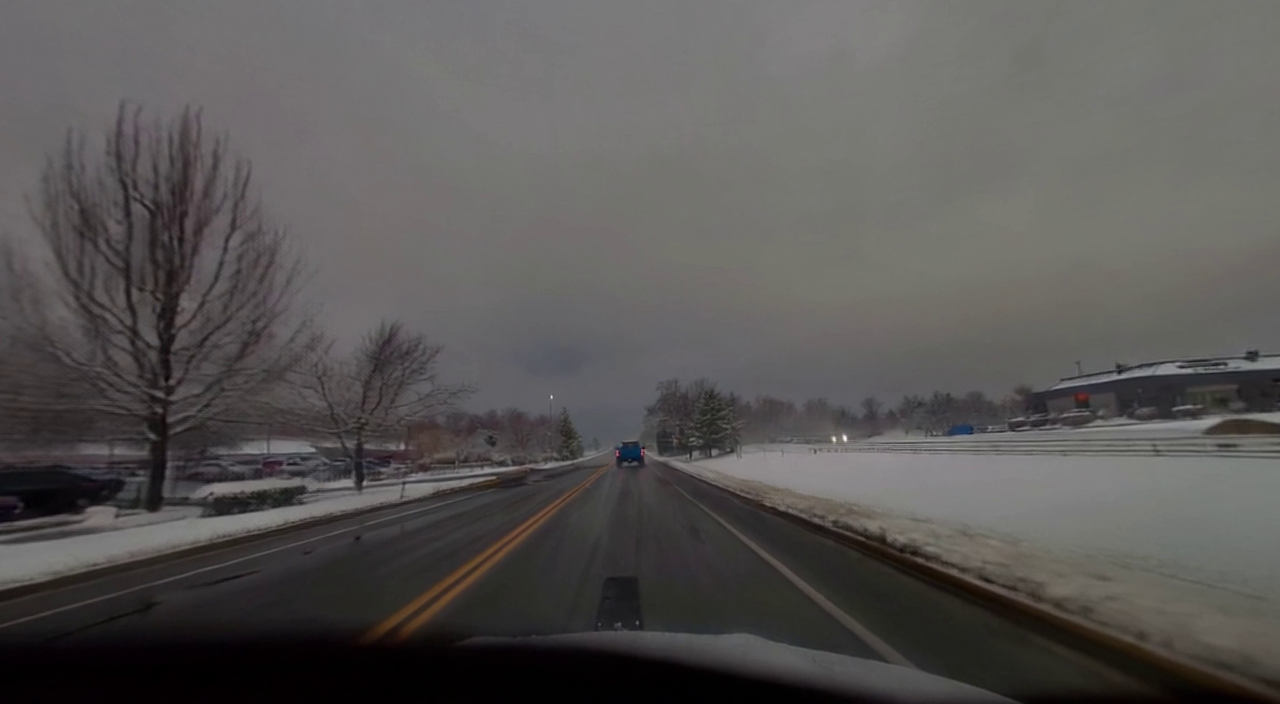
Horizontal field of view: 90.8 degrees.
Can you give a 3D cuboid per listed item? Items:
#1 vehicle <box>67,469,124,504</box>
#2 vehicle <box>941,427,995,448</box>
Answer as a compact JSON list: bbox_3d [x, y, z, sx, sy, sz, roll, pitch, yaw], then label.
[{"bbox_3d":[-27.295,6.671,31.628,1.896,1.481,4.448,8,-12,-42],"label":"vehicle"},{"bbox_3d":[24.789,6.514,47.870,1.816,1.517,3.920,0,-9,-3],"label":"vehicle"}]
